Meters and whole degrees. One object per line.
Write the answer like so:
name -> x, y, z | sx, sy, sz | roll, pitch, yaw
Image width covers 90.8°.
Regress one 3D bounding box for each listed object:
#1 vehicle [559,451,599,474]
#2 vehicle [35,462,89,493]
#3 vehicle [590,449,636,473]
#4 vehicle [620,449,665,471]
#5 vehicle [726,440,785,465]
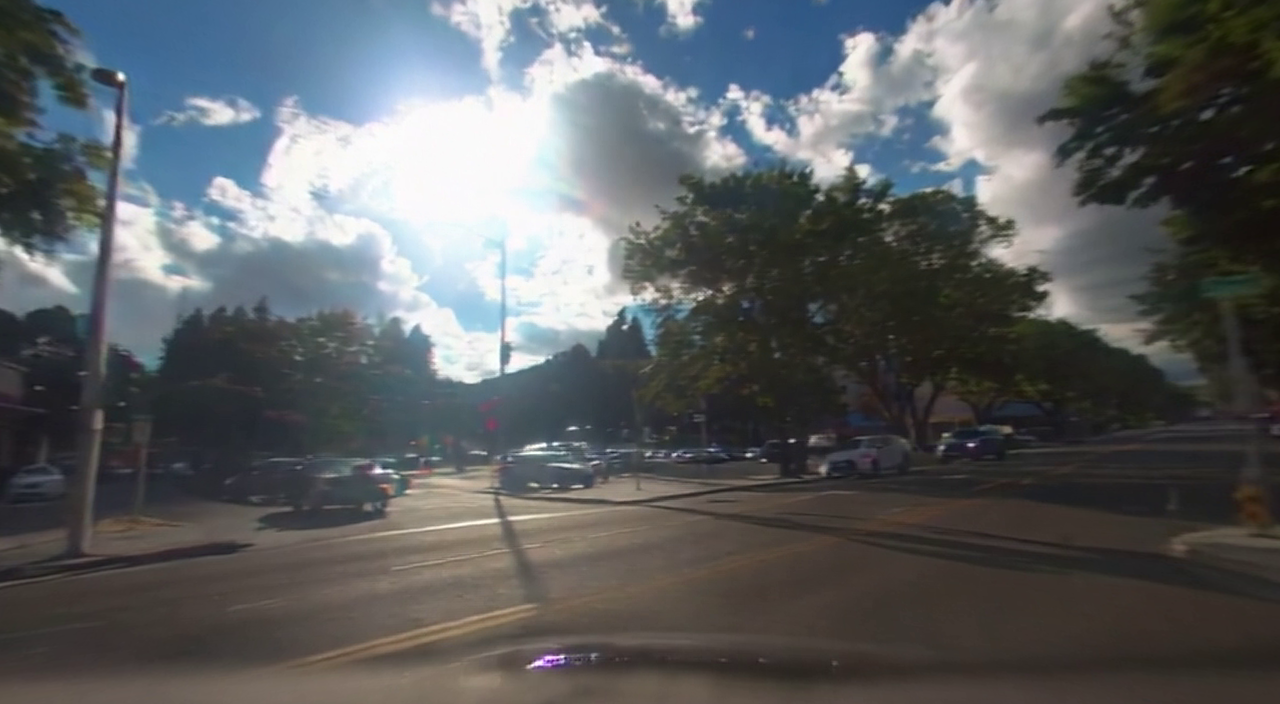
vehicle -> -4.254, 7.614, 43.594 | 2.130, 1.458, 4.157 | 2, -9, -13
vehicle -> -40.388, 8.793, 44.101 | 4.560, 1.862, 2.290 | -12, -11, 41
vehicle -> -1.972, 7.658, 44.501 | 2.121, 1.541, 5.124 | 2, -9, -15
vehicle -> 0.122, 8.118, 47.799 | 2.102, 1.541, 4.416 | 3, -9, -18
vehicle -> 8.649, 7.593, 47.882 | 2.112, 1.719, 5.483 | 2, -9, -16
